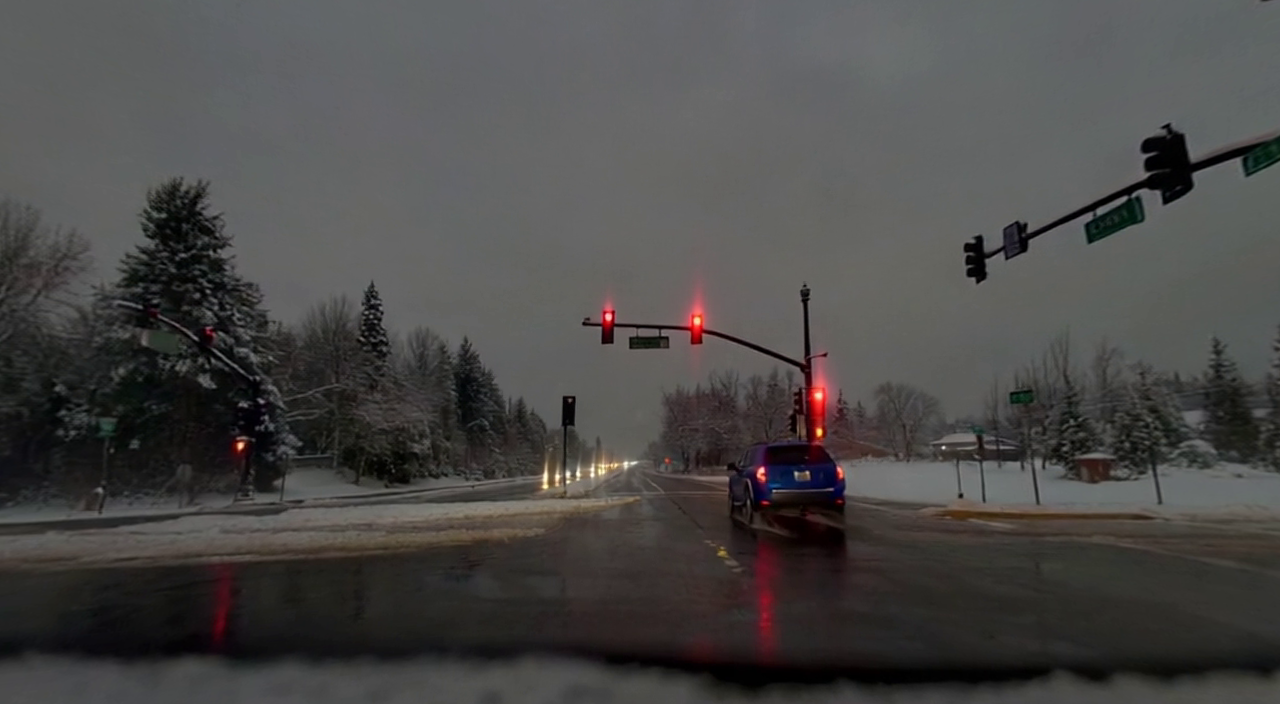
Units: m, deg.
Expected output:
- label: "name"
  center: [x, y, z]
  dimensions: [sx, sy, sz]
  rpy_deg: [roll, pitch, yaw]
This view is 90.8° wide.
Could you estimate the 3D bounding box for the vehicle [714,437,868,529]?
- label: "vehicle"
  center: [3.052, 2.754, 14.019]
  dimensions: [2.140, 1.655, 4.786]
  rpy_deg: [1, -8, -1]
